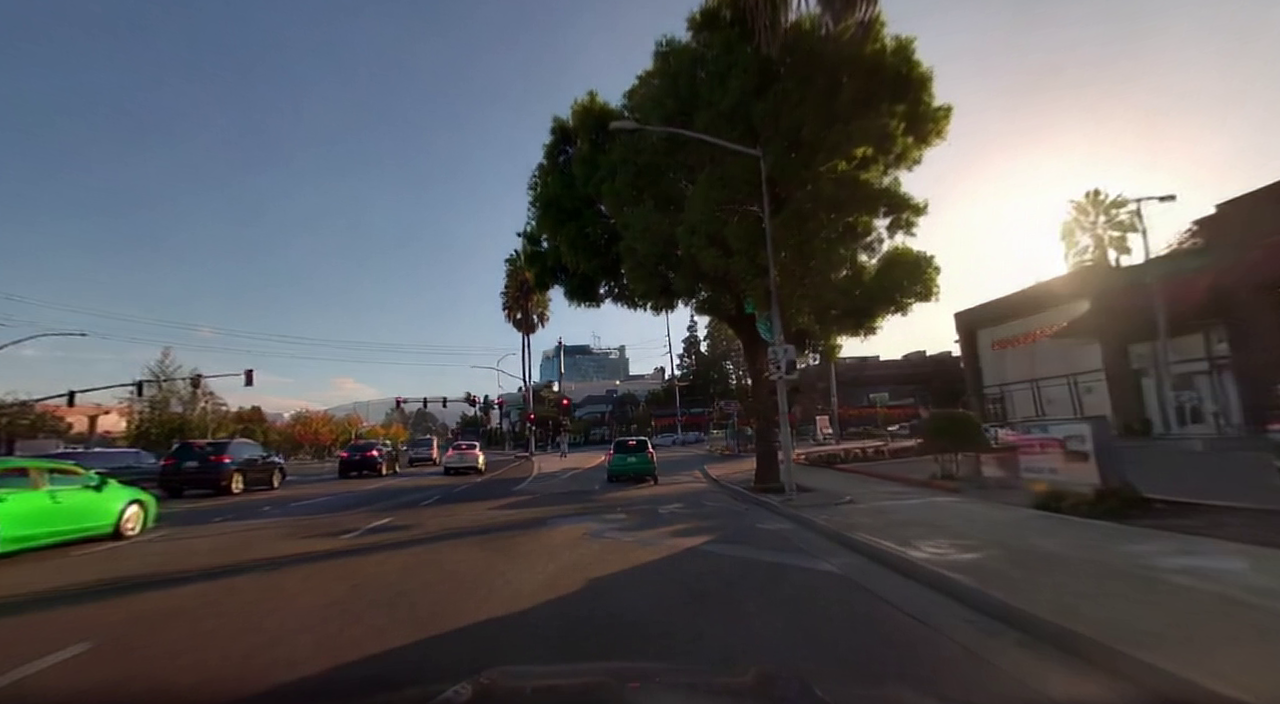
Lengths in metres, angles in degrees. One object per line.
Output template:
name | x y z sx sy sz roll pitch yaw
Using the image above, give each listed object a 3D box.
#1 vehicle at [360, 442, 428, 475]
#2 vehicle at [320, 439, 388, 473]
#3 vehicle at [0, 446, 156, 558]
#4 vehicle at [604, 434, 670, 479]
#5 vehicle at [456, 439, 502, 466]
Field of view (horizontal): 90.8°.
vehicle | -11.865 5.131 30.738 1.905 1.482 4.463 1 -9 -6
vehicle | -15.705 5.729 34.956 2.020 1.709 4.343 1 -9 -6
vehicle | -9.490 2.077 8.944 1.958 1.455 4.504 1 -9 -4
vehicle | 0.006 3.891 23.662 2.070 1.493 4.570 -1 -9 4
vehicle | -9.387 5.899 37.137 1.912 1.487 4.471 1 -9 -5
